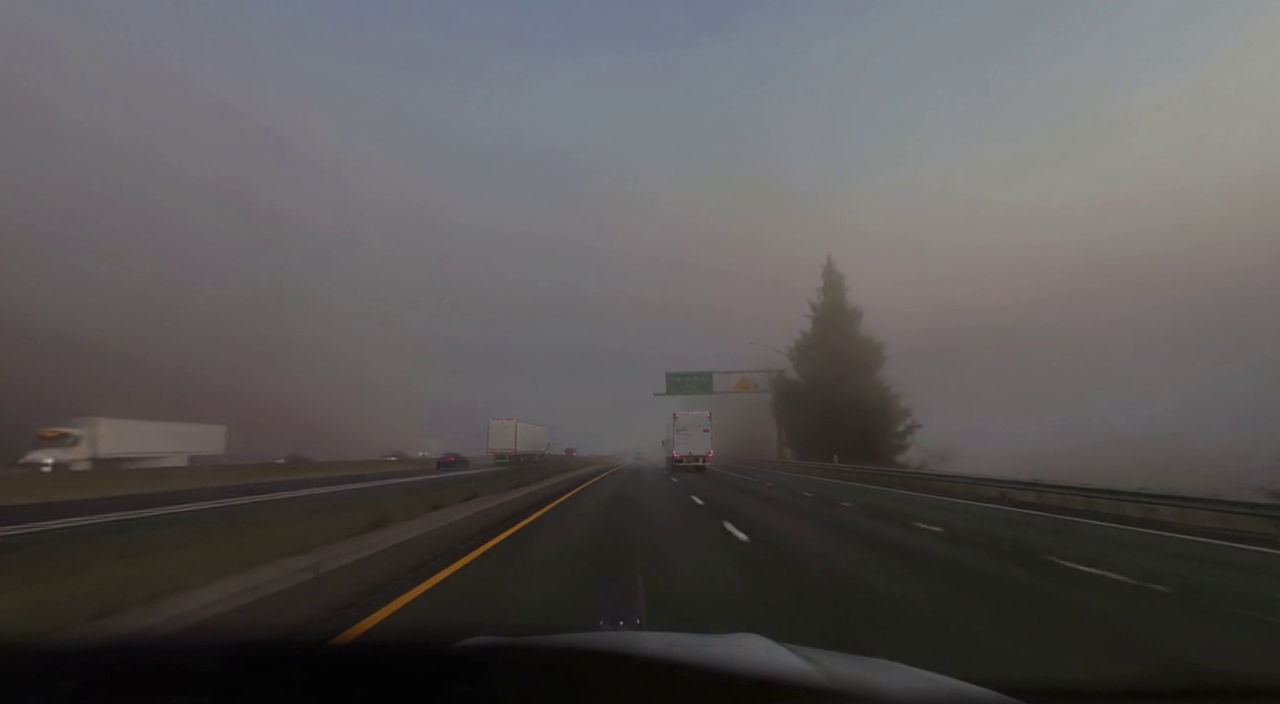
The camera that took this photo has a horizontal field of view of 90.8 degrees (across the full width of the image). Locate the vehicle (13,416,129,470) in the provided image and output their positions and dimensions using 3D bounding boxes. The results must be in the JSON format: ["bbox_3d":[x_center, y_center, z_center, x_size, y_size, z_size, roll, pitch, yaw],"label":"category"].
[{"bbox_3d":[-43.743,7.078,48.844,2.954,3.907,6.034,0,-9,2],"label":"vehicle"}]

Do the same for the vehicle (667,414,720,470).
[{"bbox_3d":[3.808,6.996,48.521,2.928,3.595,13.975,0,-9,0],"label":"vehicle"}]

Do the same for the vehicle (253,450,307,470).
[{"bbox_3d":[-27.290,8.165,47.921,1.745,1.416,3.725,-1,-9,3],"label":"vehicle"}]
